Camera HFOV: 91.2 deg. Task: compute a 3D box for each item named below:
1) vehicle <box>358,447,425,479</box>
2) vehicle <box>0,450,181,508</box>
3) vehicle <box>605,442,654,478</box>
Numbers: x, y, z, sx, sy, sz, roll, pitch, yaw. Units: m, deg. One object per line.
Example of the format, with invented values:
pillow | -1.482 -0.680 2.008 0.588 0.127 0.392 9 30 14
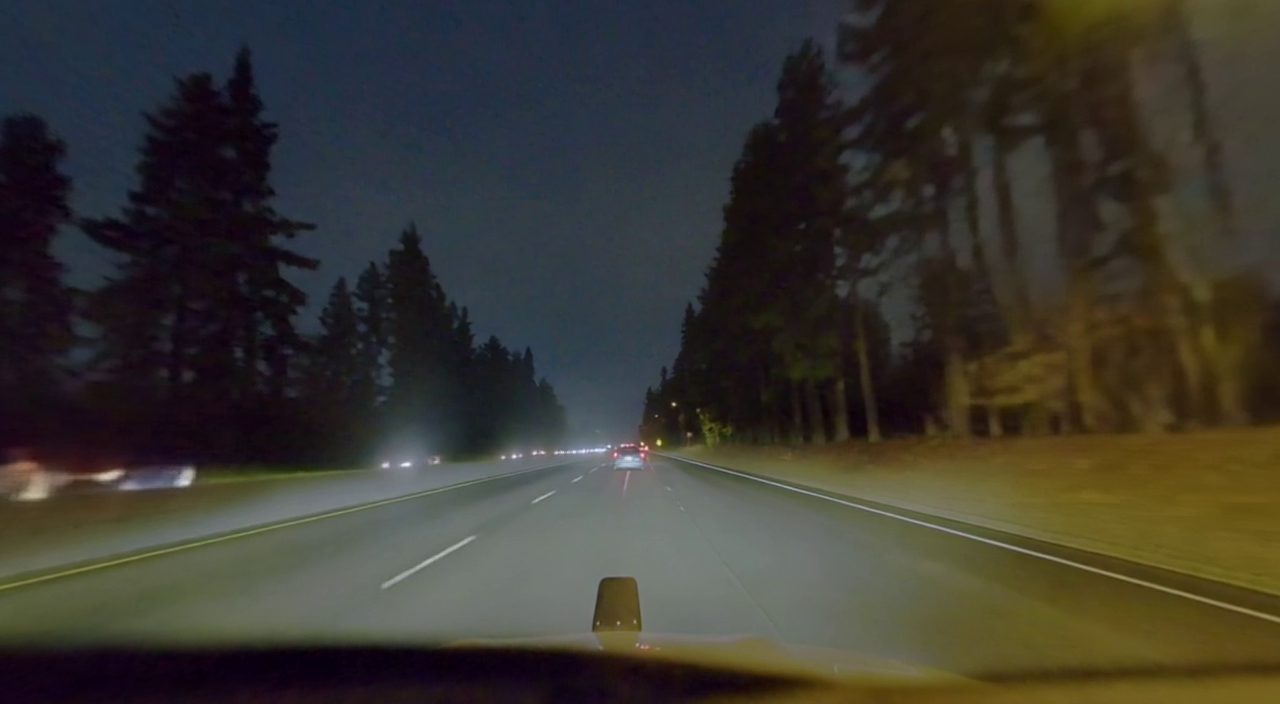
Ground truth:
vehicle | -12.753 5.704 32.456 1.824 1.518 3.973 0 -9 0
vehicle | -17.301 3.957 20.012 1.985 1.603 4.337 0 -9 -1
vehicle | -0.483 4.985 29.231 2.095 1.537 4.017 0 -9 -1
